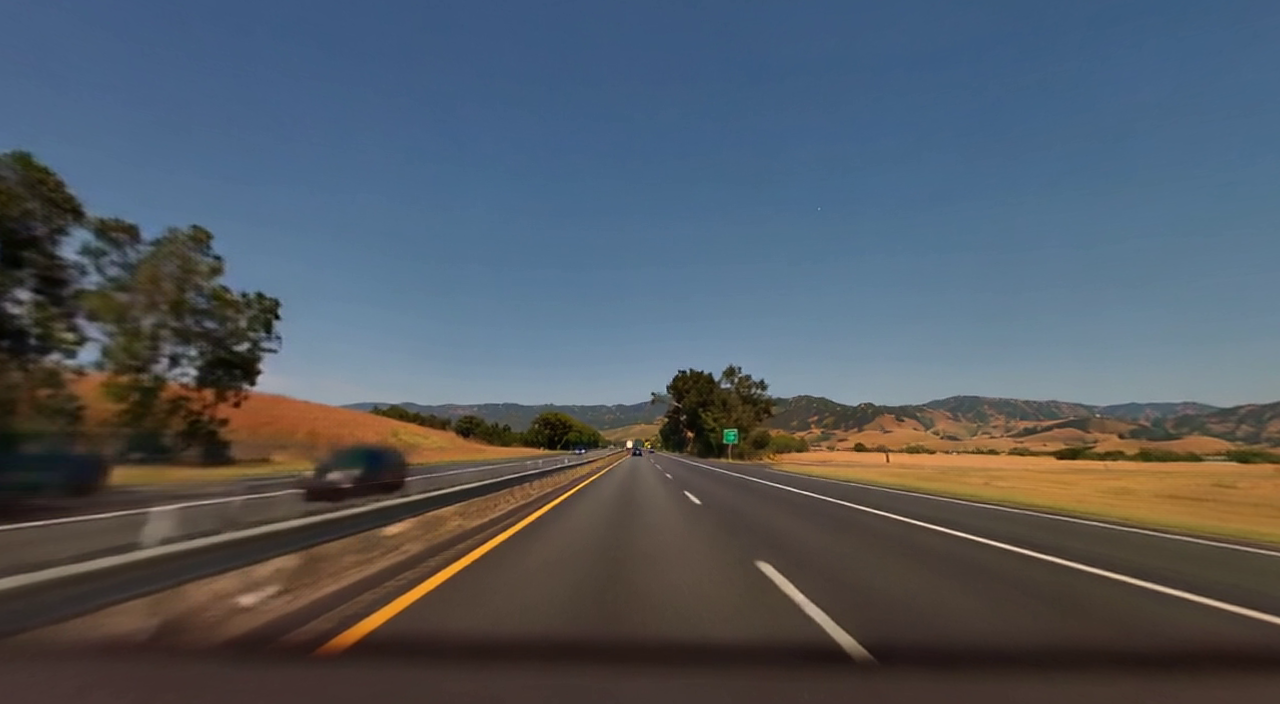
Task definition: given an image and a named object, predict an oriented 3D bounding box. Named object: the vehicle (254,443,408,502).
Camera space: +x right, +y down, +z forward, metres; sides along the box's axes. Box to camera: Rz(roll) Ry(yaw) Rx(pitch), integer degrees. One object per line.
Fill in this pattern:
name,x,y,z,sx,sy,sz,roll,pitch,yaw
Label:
vehicle,-8.473,3.321,17.865,2.136,1.442,4.377,0,-9,0
